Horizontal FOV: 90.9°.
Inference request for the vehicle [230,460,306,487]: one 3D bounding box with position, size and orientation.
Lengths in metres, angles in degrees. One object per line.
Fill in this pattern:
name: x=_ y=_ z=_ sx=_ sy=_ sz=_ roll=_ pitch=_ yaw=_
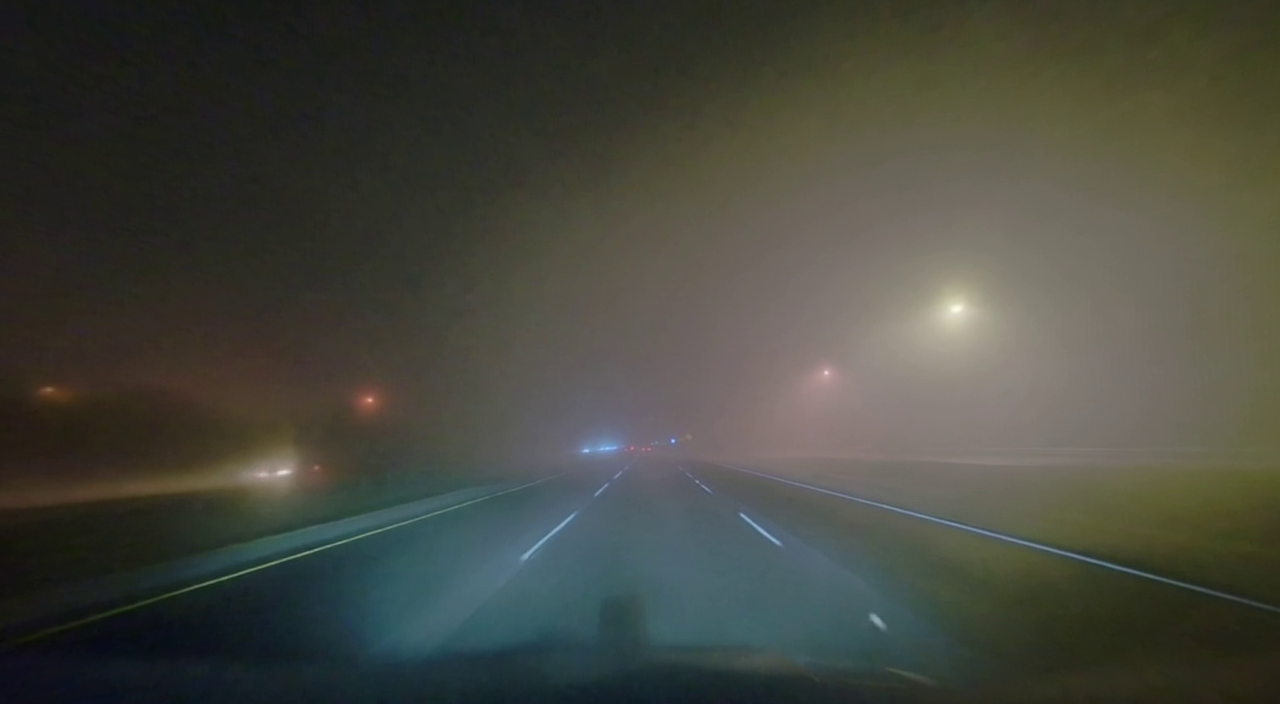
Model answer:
vehicle: x=-23.744 y=7.737 z=40.503 sx=1.918 sy=1.462 sz=4.722 roll=-1 pitch=-8 yaw=2
